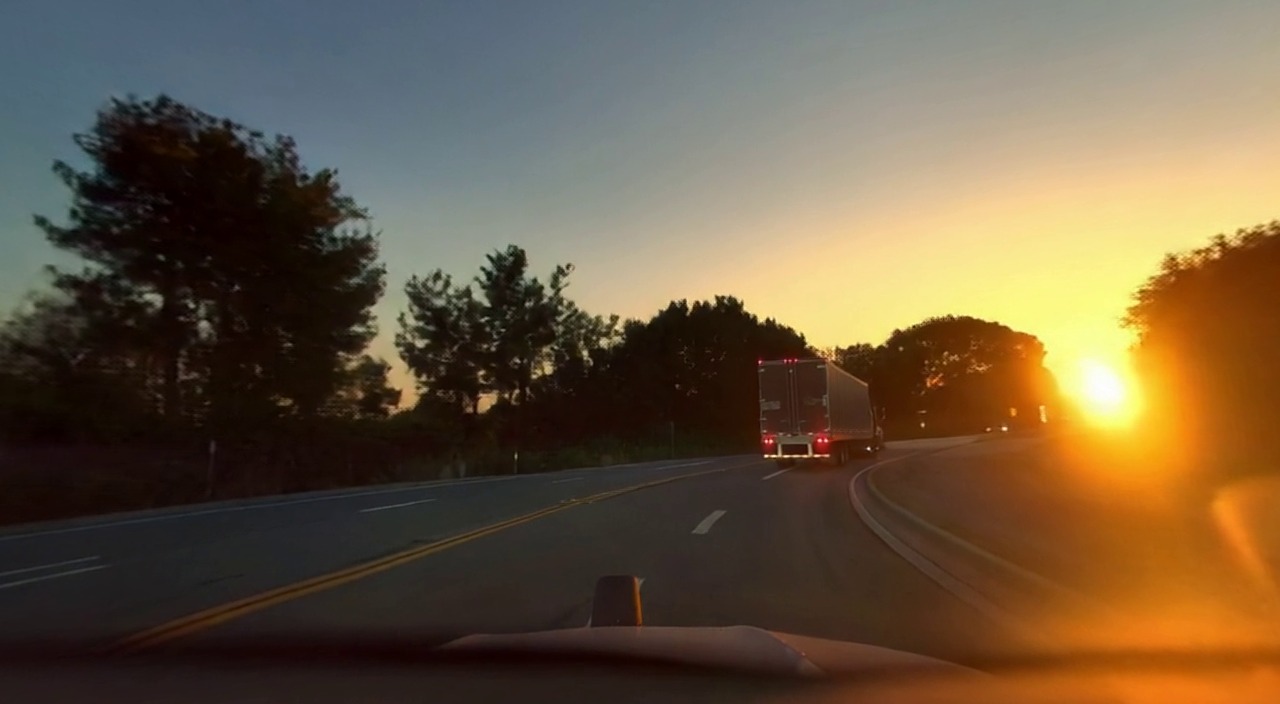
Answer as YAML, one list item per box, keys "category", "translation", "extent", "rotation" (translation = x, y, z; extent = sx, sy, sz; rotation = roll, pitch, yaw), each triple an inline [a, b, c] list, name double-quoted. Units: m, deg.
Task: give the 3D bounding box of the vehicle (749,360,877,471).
- category: "vehicle"
  translation: [7.625, 2.819, 26.299]
  extent: [2.837, 3.712, 10.484]
  rotation: [-4, -9, 27]
